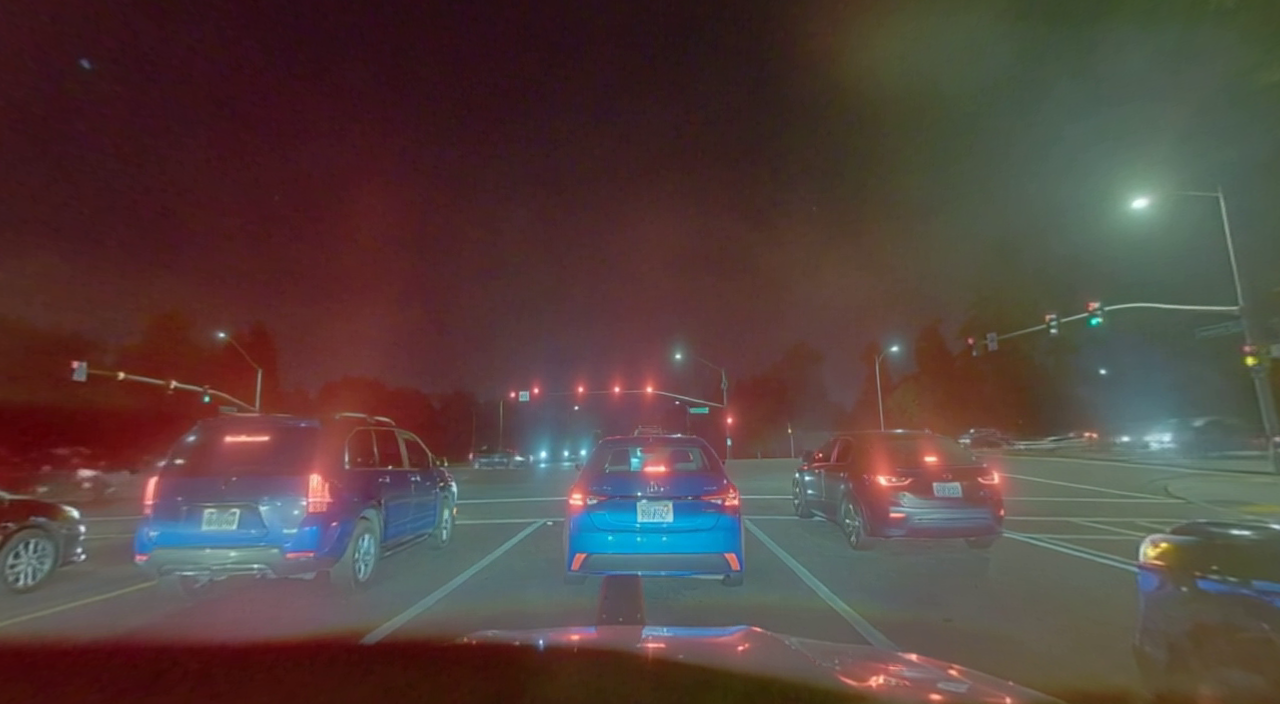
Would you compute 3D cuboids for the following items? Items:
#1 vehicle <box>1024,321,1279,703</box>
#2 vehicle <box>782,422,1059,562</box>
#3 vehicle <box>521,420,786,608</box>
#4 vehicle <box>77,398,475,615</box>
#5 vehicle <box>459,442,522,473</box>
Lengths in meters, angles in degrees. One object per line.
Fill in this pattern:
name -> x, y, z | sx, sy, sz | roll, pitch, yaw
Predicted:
vehicle -> 3.227, 0.621, 1.252 | 2.178, 1.691, 4.314 | 0, -9, 0
vehicle -> 3.534, 1.848, 9.064 | 1.874, 1.487, 4.404 | 0, -9, -1
vehicle -> 0.051, 1.600, 7.139 | 2.114, 1.482, 4.056 | 0, -9, -2
vehicle -> -3.420, 1.535, 7.160 | 1.958, 1.693, 4.242 | 0, -9, 0
vehicle -> -9.276, 6.430, 38.868 | 2.447, 1.755, 5.141 | 5, -10, -28
